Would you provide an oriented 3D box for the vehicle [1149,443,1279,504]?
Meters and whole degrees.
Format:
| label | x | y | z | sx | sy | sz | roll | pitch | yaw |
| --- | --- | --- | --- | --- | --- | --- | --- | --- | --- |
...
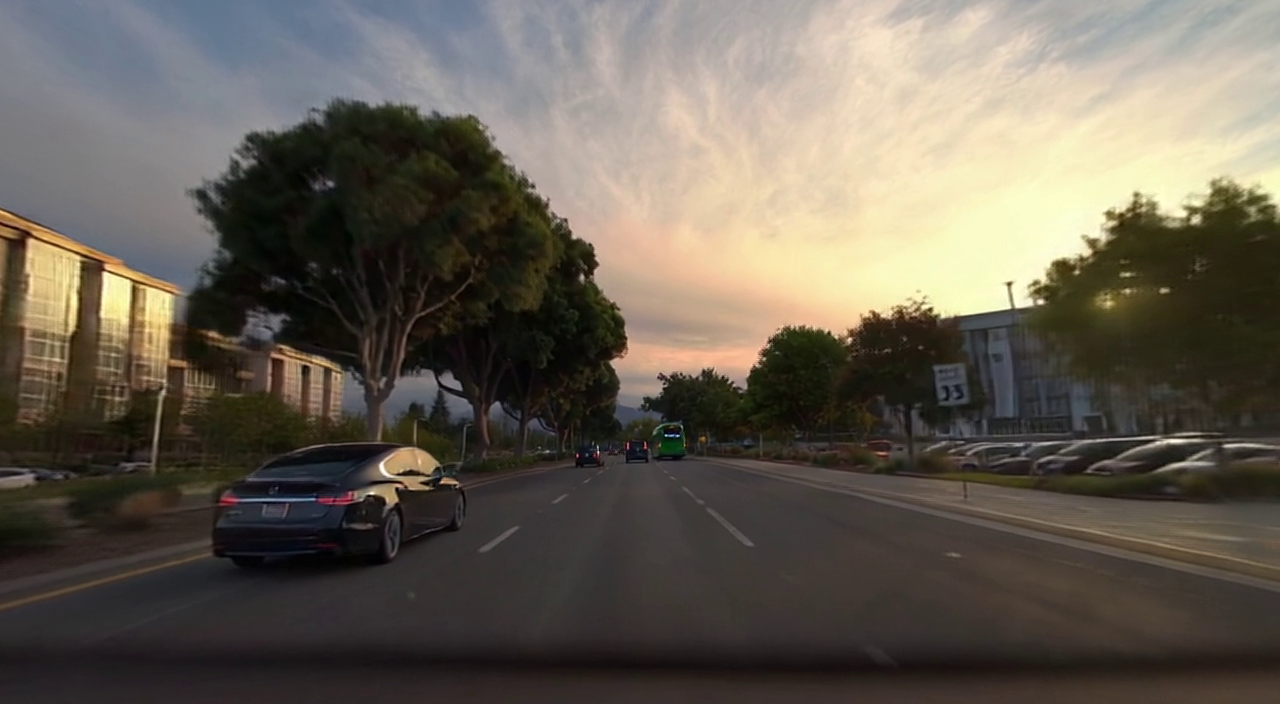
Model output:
| label | x | y | z | sx | sy | sz | roll | pitch | yaw |
| --- | --- | --- | --- | --- | --- | --- | --- | --- | --- |
| vehicle | 16.689 | 3.181 | 16.747 | 4.682 | 1.507 | 1.878 | 0 | -9 | 0 |

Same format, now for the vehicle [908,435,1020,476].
| label | x | y | z | sx | sy | sz | roll | pitch | yaw |
| --- | --- | --- | --- | --- | --- | --- | --- | --- | --- |
| vehicle | 16.902 | 5.445 | 33.141 | 4.520 | 1.834 | 2.167 | -3 | -10 | -1 |

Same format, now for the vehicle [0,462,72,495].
| label | x | y | z | sx | sy | sz | roll | pitch | yaw |
| --- | --- | --- | --- | --- | --- | --- | --- | --- | --- |
| vehicle | -33.902 | 6.893 | 34.117 | 4.583 | 1.608 | 1.945 | -3 | -10 | 0 |

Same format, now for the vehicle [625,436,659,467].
| label | x | y | z | sx | sy | sz | roll | pitch | yaw |
| --- | --- | --- | --- | --- | --- | --- | --- | --- | --- |
| vehicle | 0.083 | 7.213 | 45.964 | 2.336 | 2.122 | 5.207 | 0 | -9 | -1 |

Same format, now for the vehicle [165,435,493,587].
| label | x | y | z | sx | sy | sz | roll | pitch | yaw |
| --- | --- | --- | --- | --- | --- | --- | --- | --- | --- |
| vehicle | -3.599 | 1.913 | 8.553 | 2.120 | 1.481 | 4.535 | 0 | -9 | 0 |

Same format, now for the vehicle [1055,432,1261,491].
| label | x | y | z | sx | sy | sz | roll | pitch | yaw |
| --- | --- | --- | --- | --- | --- | --- | --- | --- | --- |
| vehicle | 15.979 | 3.392 | 19.694 | 4.628 | 1.706 | 1.965 | 0 | -9 | 0 |
